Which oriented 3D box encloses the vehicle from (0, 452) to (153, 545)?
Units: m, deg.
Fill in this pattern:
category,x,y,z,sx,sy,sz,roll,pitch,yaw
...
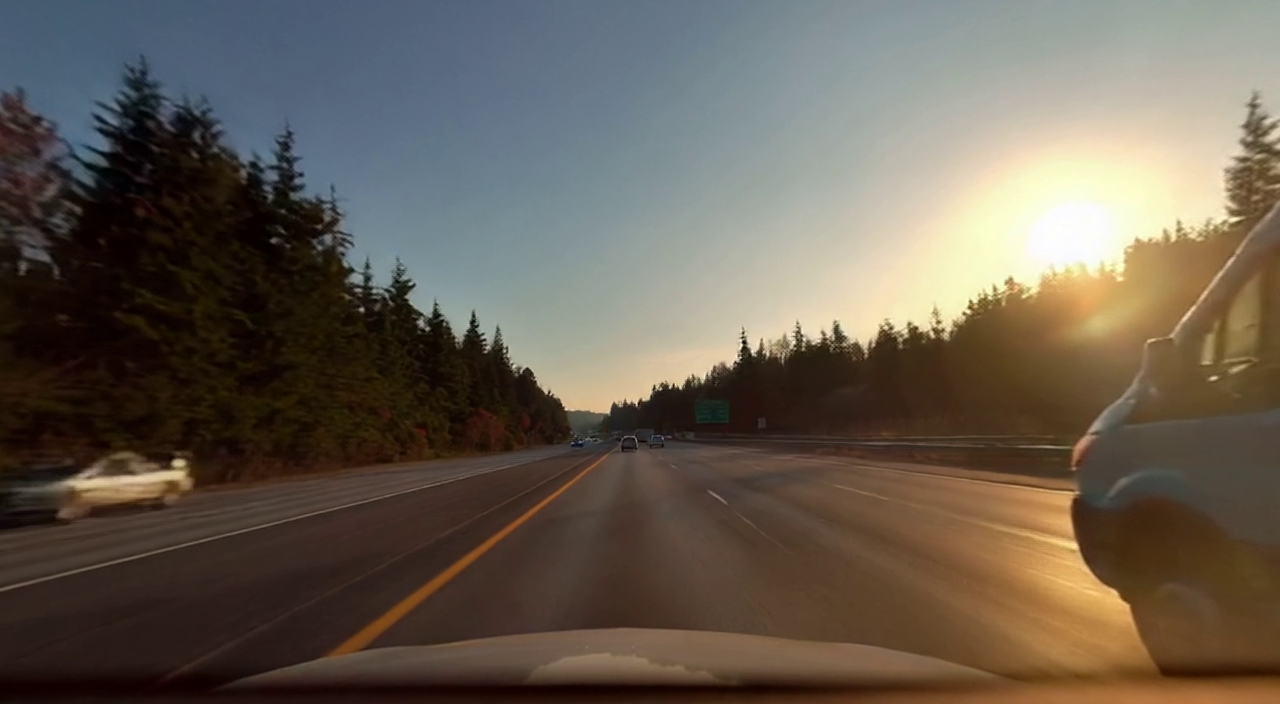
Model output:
category,x,y,z,sx,sy,sz,roll,pitch,yaw
vehicle,-13.307,3.077,13.613,1.959,1.680,4.449,0,-8,0
